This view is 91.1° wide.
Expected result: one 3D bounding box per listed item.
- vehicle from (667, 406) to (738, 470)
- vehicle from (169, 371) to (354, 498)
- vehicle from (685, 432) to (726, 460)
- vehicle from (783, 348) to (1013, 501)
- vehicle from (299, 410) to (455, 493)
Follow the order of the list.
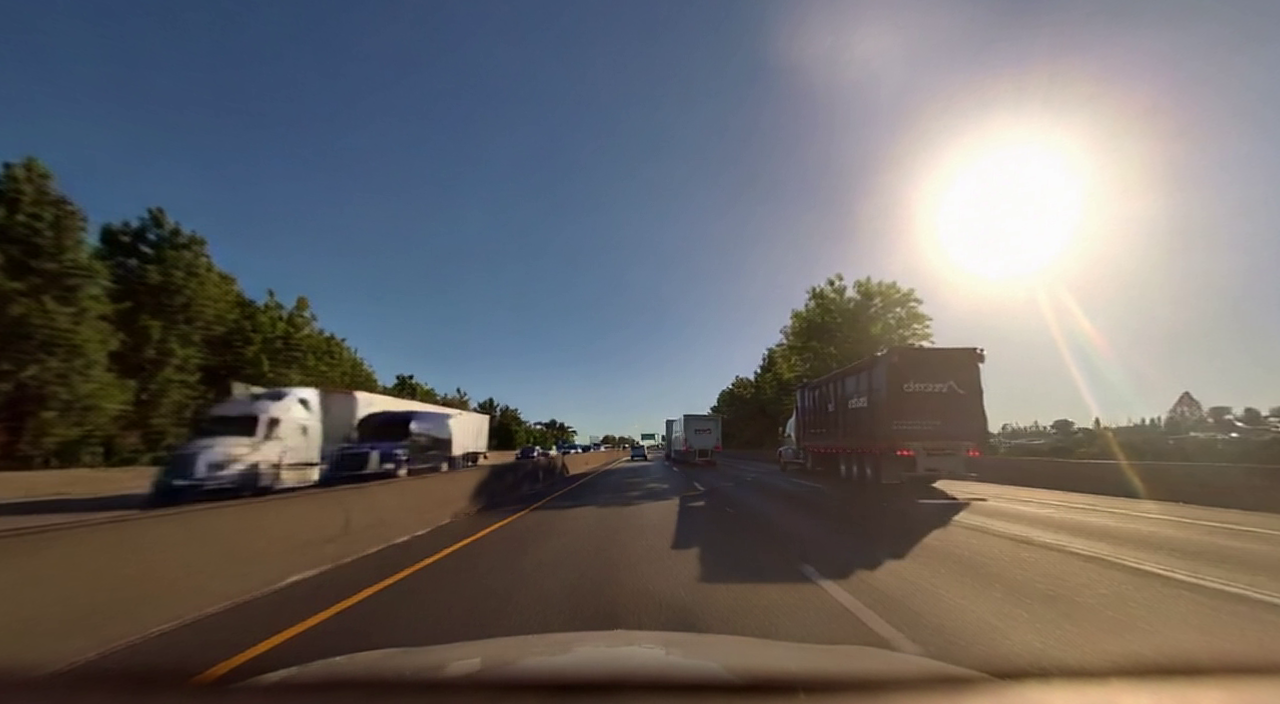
[{"bbox_3d":[3.993,5.955,43.811,3.288,3.717,13.646,0,-7,-1],"label":"vehicle"},{"bbox_3d":[-13.492,3.039,23.195,2.984,4.048,5.886,0,-8,1],"label":"vehicle"},{"bbox_3d":[4.090,5.940,39.924,2.120,1.651,4.639,0,-8,0],"label":"vehicle"},{"bbox_3d":[8.401,2.804,23.622,2.843,4.053,13.777,0,-8,0],"label":"vehicle"},{"bbox_3d":[-9.126,3.523,22.861,2.506,2.525,7.037,0,-8,1],"label":"vehicle"}]
